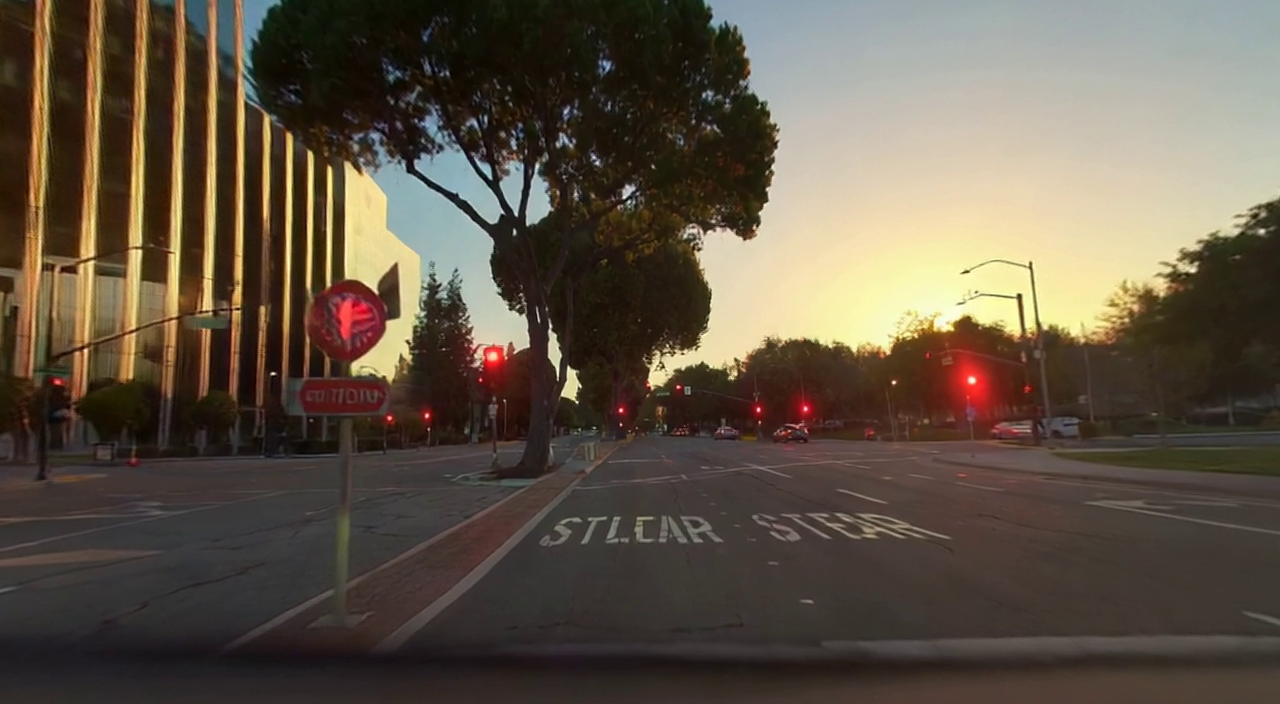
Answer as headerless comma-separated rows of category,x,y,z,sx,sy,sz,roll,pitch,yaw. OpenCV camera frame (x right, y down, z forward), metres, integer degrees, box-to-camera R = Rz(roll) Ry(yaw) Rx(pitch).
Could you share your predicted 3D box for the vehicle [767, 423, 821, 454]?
vehicle,9.920,5.656,40.995,2.156,1.881,4.743,0,-8,-2
